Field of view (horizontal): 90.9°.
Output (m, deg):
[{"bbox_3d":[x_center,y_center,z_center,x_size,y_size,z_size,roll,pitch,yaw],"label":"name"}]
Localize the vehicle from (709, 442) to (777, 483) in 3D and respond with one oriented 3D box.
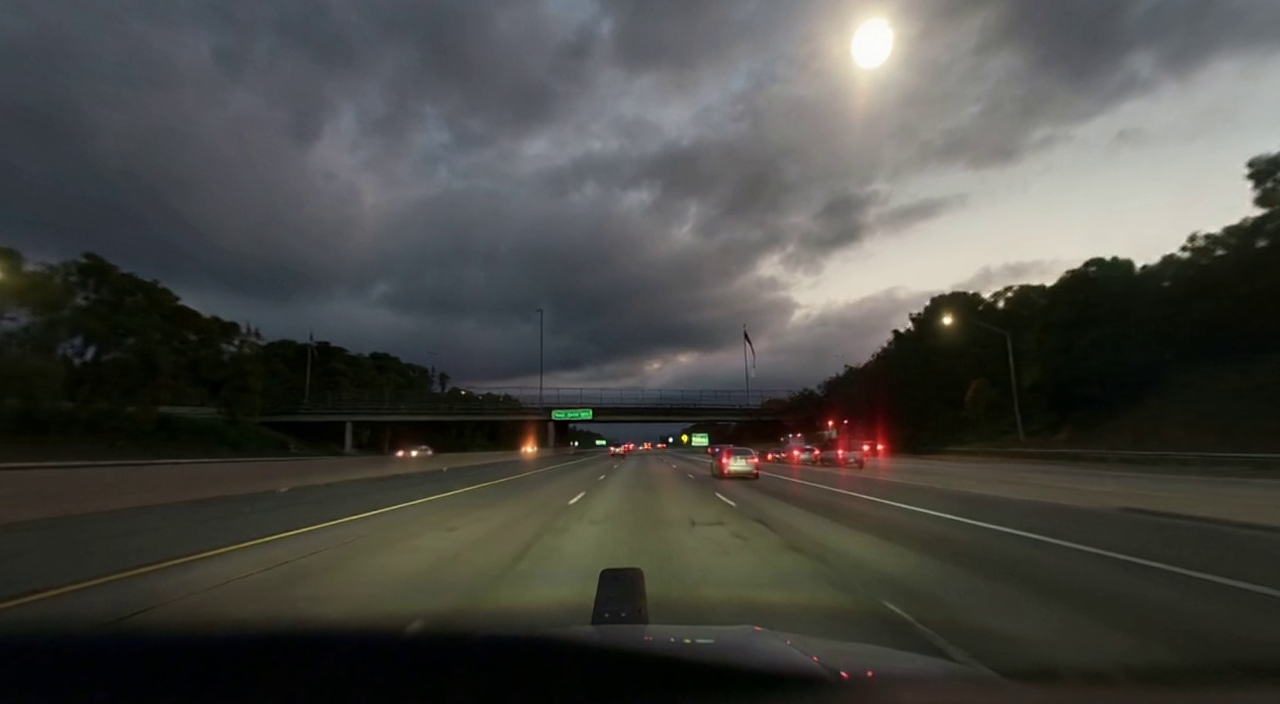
[{"bbox_3d":[4.042,4.407,25.493,1.908,1.483,4.259,0,-8,-1],"label":"vehicle"}]
